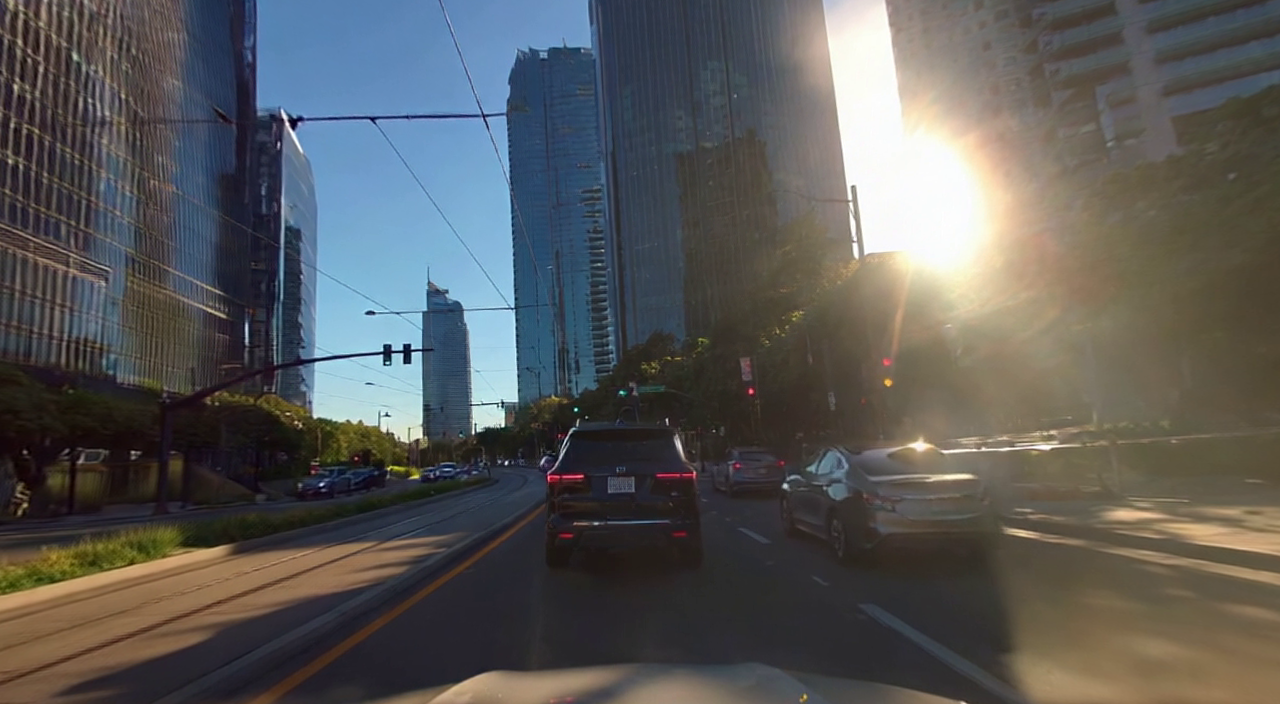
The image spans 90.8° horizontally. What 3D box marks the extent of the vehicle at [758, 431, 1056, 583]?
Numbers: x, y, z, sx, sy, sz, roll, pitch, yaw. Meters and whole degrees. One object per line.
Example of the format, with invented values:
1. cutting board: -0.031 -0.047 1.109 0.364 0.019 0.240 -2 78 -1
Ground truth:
1. vehicle: 3.081 1.867 8.512 1.993 1.480 4.324 0 -8 -2

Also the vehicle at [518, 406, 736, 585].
1. vehicle: -0.216 1.751 8.556 2.178 1.779 4.255 0 -8 -2

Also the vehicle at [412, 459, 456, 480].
1. vehicle: -16.141 9.250 49.816 2.077 1.458 4.718 0 -8 -3

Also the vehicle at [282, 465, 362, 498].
1. vehicle: -15.648 6.364 31.330 1.798 1.409 4.239 0 -8 -1
